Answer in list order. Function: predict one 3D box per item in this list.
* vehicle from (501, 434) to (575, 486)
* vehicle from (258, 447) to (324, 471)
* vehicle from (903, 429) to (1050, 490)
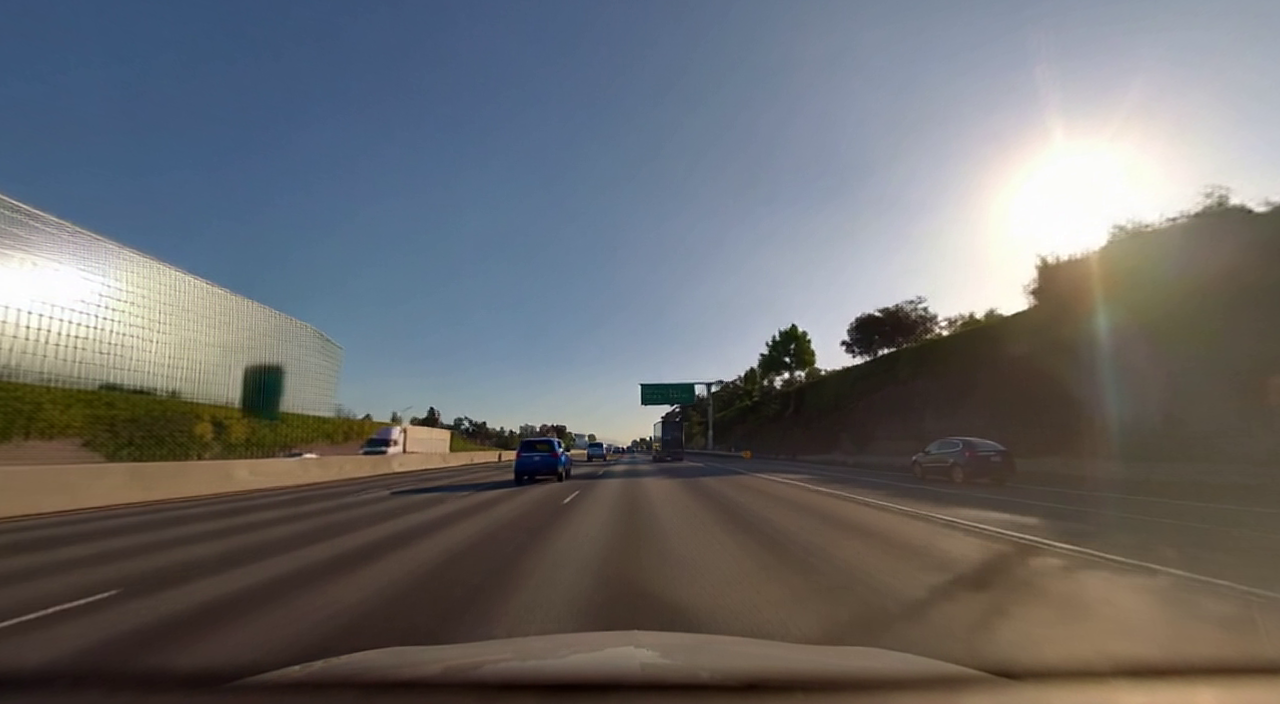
[{"bbox_3d":[-3.569,3.886,22.928,2.039,1.710,4.237,0,-9,-1],"label":"vehicle"},{"bbox_3d":[-23.534,7.214,42.792,1.904,1.491,4.603,0,-9,0],"label":"vehicle"},{"bbox_3d":[11.132,3.622,21.489,2.089,1.787,5.080,0,-9,-1],"label":"vehicle"}]
